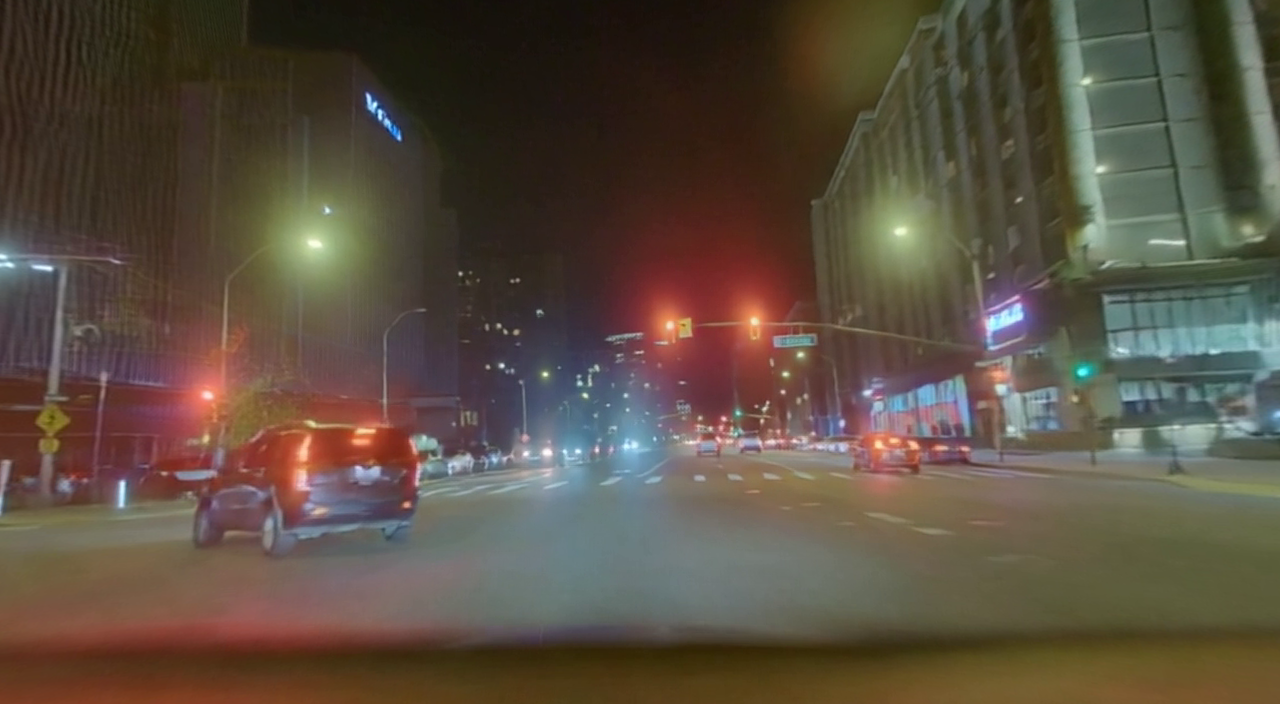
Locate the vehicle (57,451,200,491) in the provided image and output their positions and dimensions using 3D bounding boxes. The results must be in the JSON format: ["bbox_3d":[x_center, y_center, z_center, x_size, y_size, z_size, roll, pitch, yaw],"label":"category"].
[{"bbox_3d":[-22.473,5.256,27.841,4.511,1.670,2.082,-1,-11,3],"label":"vehicle"}]

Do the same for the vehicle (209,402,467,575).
[{"bbox_3d":[-4.671,1.847,9.371,2.157,1.863,4.665,7,-11,-41],"label":"vehicle"}]

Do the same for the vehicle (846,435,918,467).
[{"bbox_3d":[11.570,4.755,30.508,1.863,1.426,4.494,-1,-8,2],"label":"vehicle"}]

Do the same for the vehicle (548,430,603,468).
[{"bbox_3d":[-3.685,5.722,37.299,2.428,2.035,5.636,-1,-8,3],"label":"vehicle"}]

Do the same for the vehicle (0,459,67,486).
[{"bbox_3d":[-41.124,8.010,41.998,4.099,1.674,1.908,-1,-8,3],"label":"vehicle"}]

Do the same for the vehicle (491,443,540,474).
[{"bbox_3d":[-6.907,5.909,35.326,1.760,1.491,3.722,1,-7,3],"label":"vehicle"}]

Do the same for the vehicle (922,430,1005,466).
[{"bbox_3d":[15.546,4.670,30.625,1.746,1.446,4.475,-5,-9,2],"label":"vehicle"}]

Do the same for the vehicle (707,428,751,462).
[{"bbox_3d":[5.426,5.760,39.135,2.115,1.932,5.189,-1,-8,2],"label":"vehicle"}]
